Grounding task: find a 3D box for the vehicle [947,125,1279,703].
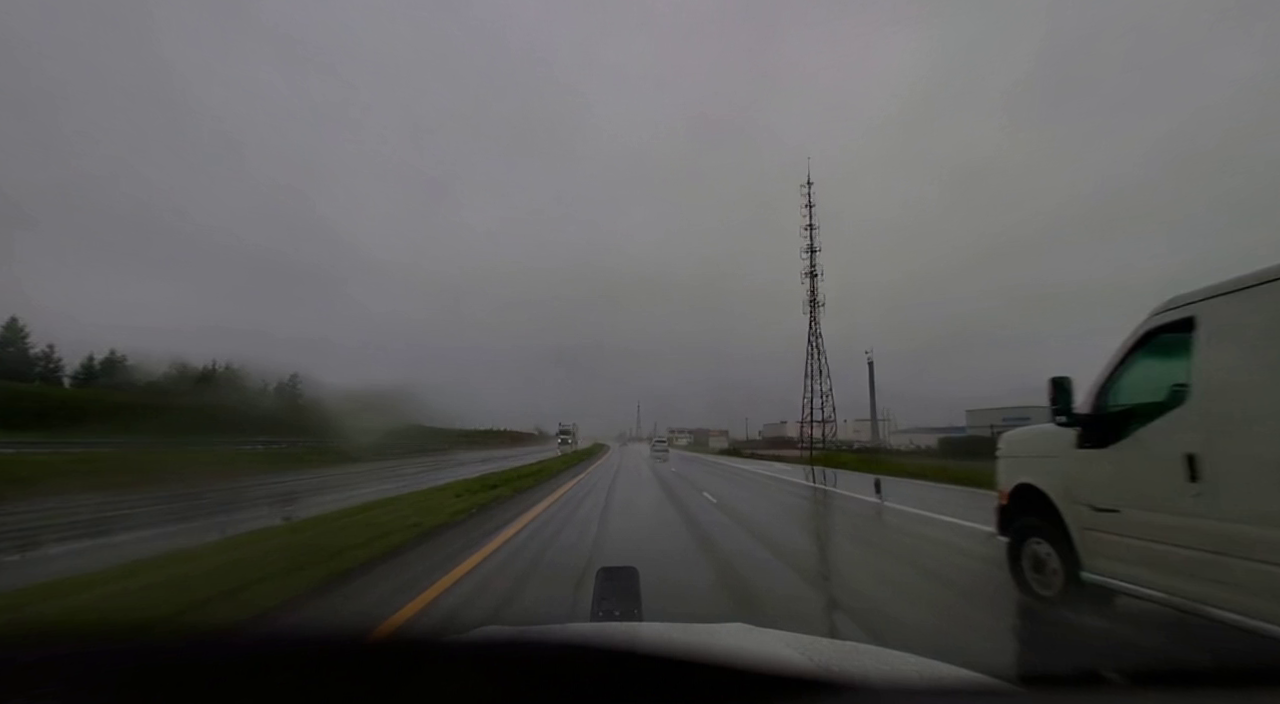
[{"bbox_3d":[3.837,0.272,1.862,2.444,2.566,6.403,0,-8,-1],"label":"vehicle"}]
